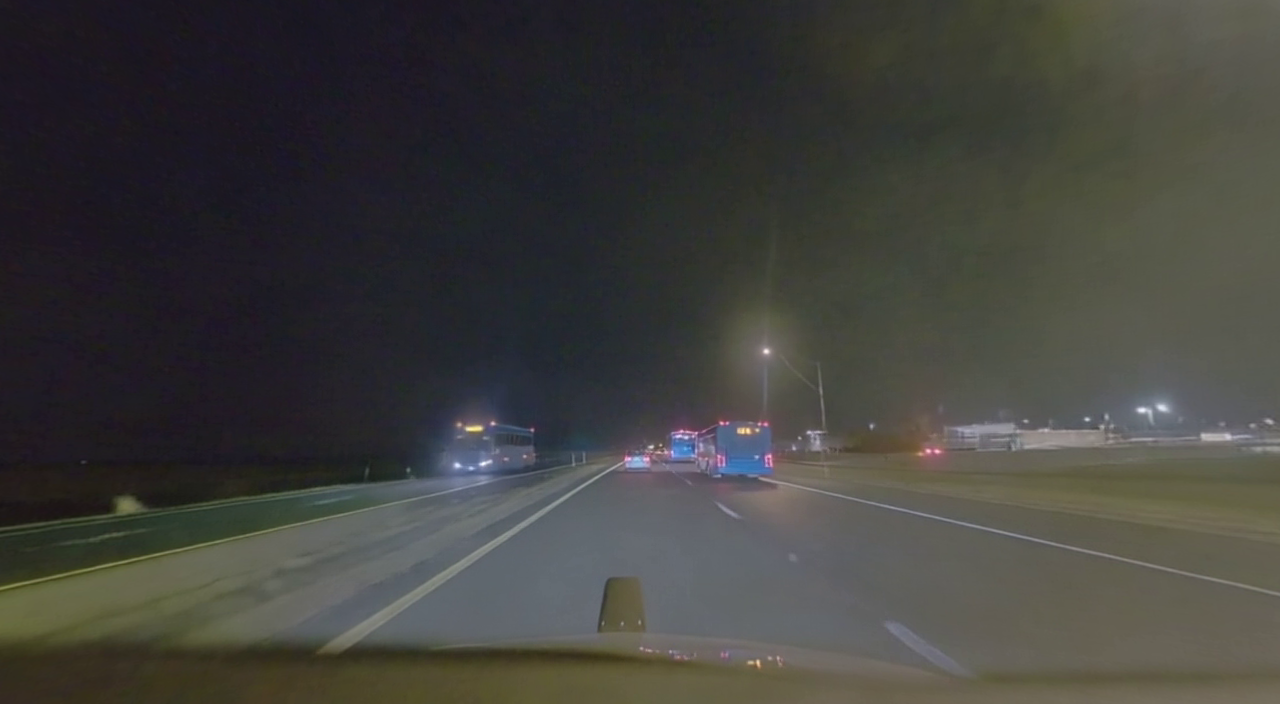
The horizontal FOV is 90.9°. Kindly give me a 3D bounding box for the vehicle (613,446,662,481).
[{"bbox_3d":[-0.130,4.890,27.862,2.004,1.449,3.817,0,-9,-1],"label":"vehicle"}]

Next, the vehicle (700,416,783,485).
[{"bbox_3d":[4.072,4.148,26.582,2.440,2.555,5.957,0,-9,-1],"label":"vehicle"}]
